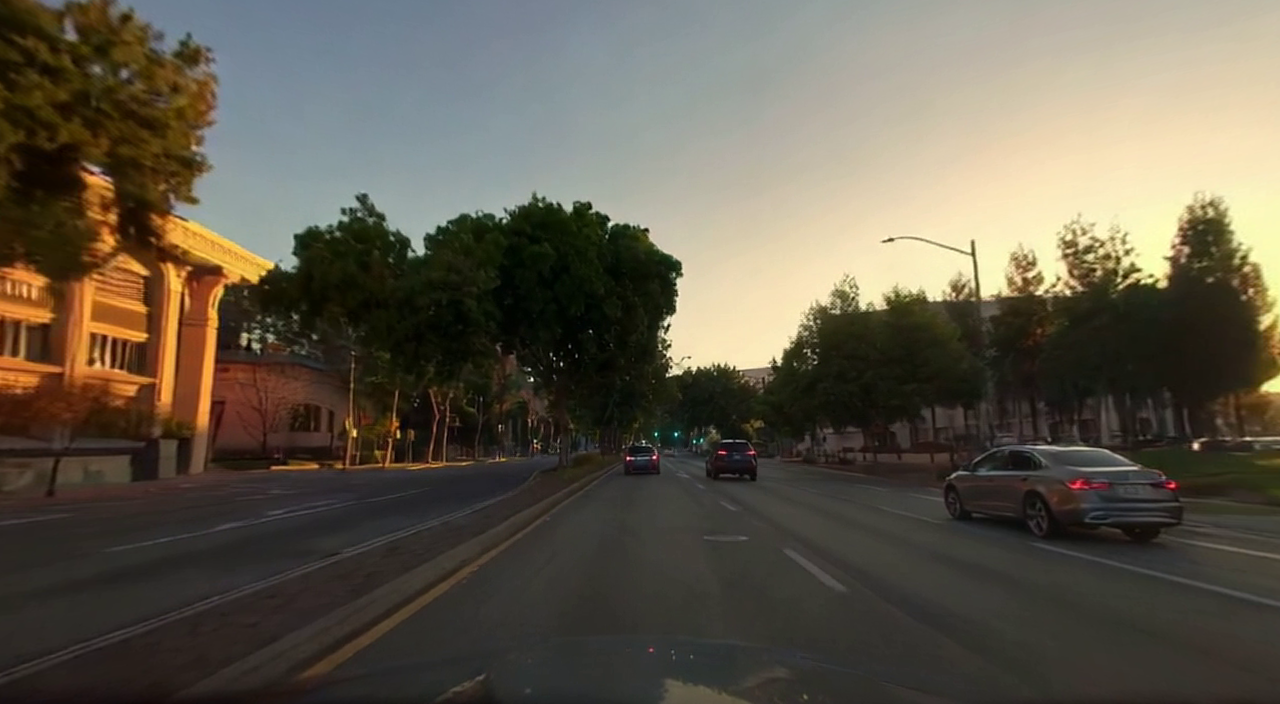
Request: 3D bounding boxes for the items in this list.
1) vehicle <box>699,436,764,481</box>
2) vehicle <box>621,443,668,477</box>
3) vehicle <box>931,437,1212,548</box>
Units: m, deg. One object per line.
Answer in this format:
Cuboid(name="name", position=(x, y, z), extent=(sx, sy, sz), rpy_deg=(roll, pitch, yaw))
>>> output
Cuboid(name="vehicle", position=(3.802, 4.527, 27.060), extent=(2.036, 1.757, 4.300), rpy_deg=(0, -9, -1))
Cuboid(name="vehicle", position=(0.227, 4.972, 29.241), extent=(2.054, 1.446, 3.969), rpy_deg=(0, -9, 1))
Cuboid(name="vehicle", position=(7.021, 2.290, 10.994), extent=(1.868, 1.472, 4.274), rpy_deg=(2, -9, 0))
